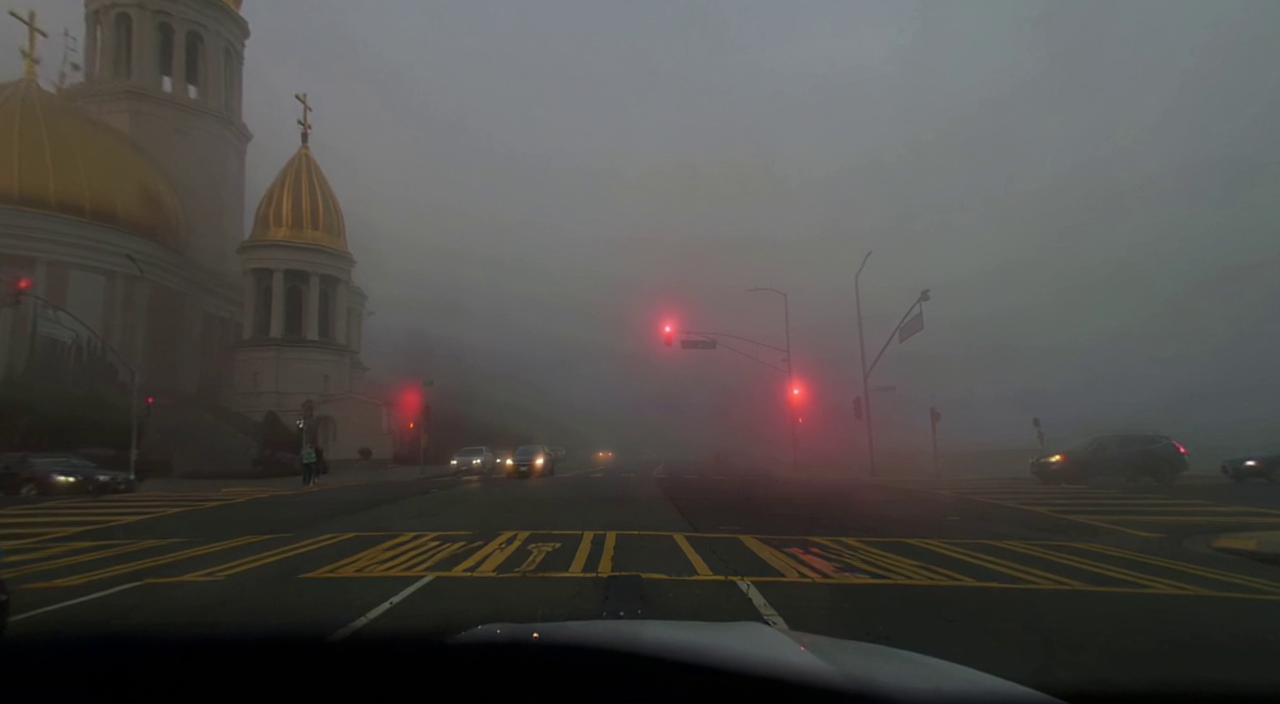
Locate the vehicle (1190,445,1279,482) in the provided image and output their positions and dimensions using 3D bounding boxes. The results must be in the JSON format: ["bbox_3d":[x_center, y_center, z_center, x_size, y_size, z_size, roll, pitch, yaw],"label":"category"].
[{"bbox_3d":[26.392,4.673,26.660,4.561,1.475,1.850,0,-8,0],"label":"vehicle"}]

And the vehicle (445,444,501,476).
[{"bbox_3d":[-10.215,6.608,38.946,2.076,1.876,4.669,0,-8,1],"label":"vehicle"}]

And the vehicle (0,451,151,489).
[{"bbox_3d":[-23.337,4.862,26.214,4.479,1.476,1.873,0,-8,1],"label":"vehicle"}]

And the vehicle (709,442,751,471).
[{"bbox_3d":[5.841,6.851,41.489,1.969,1.776,4.329,0,-8,-1],"label":"vehicle"}]

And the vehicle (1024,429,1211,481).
[{"bbox_3d":[19.884,4.291,26.541,5.852,2.057,2.361,0,-8,0],"label":"vehicle"}]
